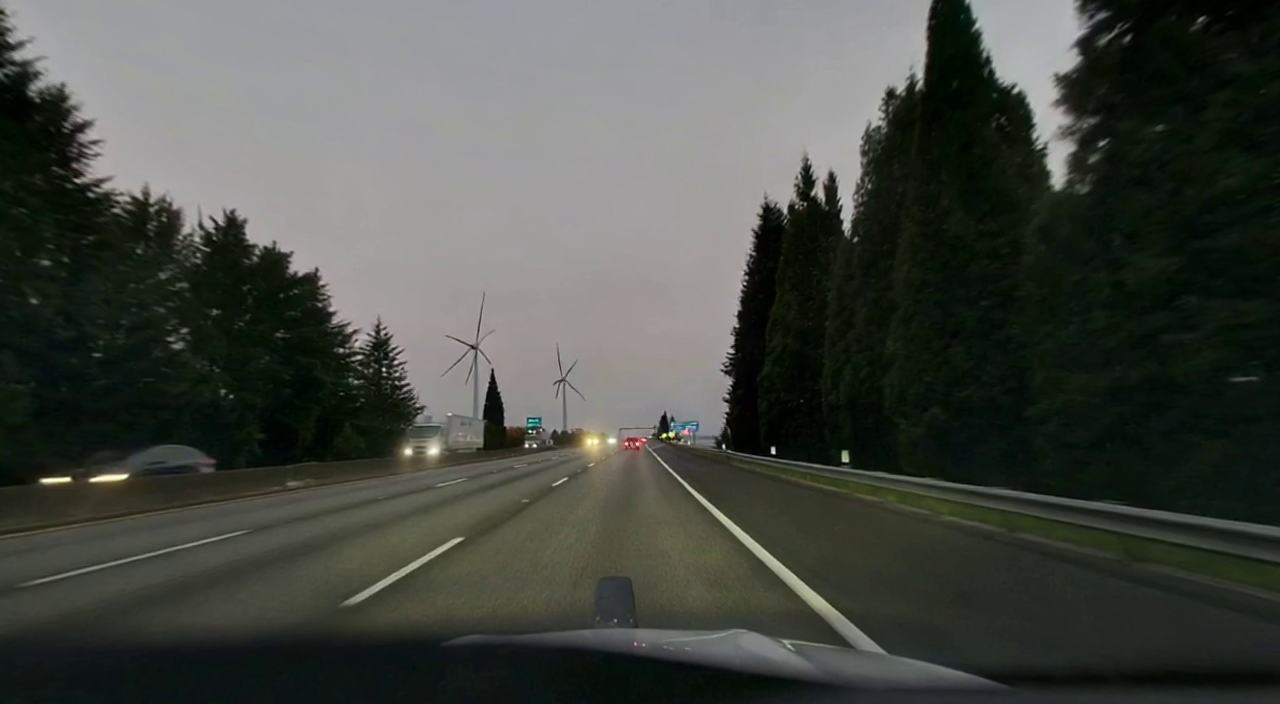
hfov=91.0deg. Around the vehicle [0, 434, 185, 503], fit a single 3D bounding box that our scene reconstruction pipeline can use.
[{"bbox_3d":[-13.282,2.737,15.206,1.837,1.432,3.770,0,-8,-2],"label":"vehicle"}]
